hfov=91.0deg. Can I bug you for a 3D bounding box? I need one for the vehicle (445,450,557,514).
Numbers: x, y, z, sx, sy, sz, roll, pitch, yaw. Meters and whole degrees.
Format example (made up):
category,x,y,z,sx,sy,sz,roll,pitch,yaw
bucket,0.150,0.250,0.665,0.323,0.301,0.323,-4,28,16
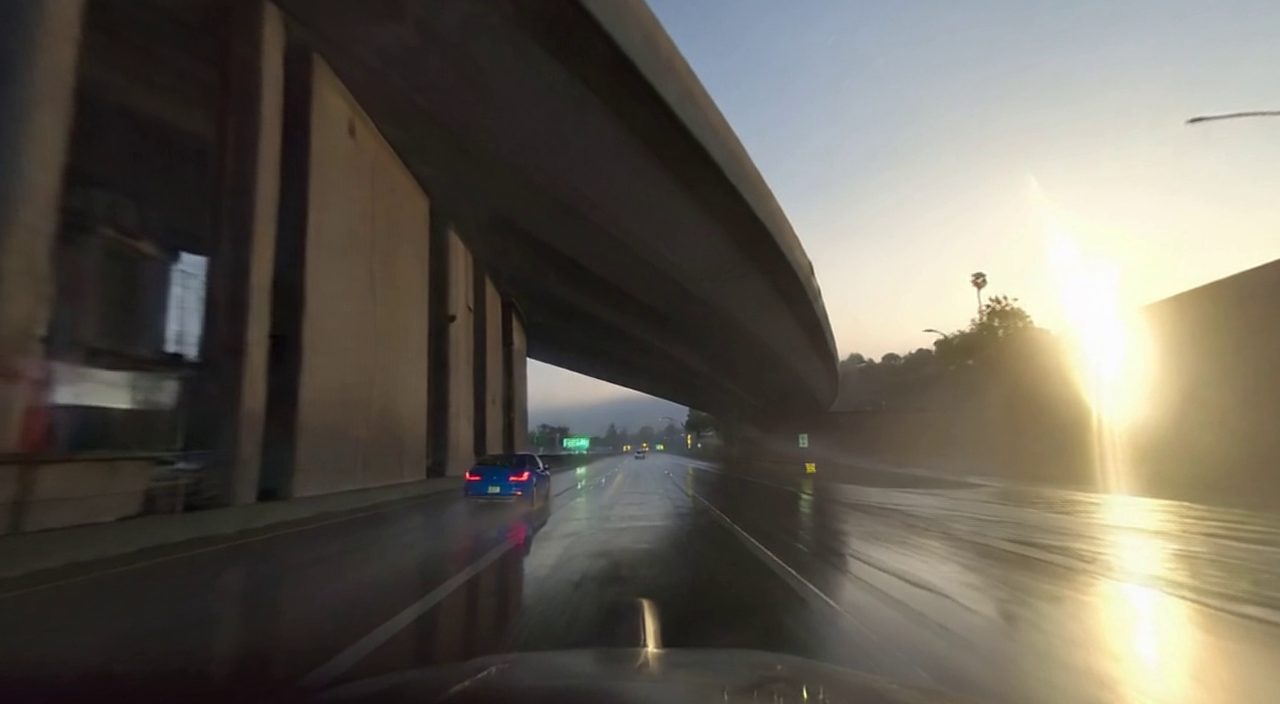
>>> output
category,x,y,z,sx,sy,sz,roll,pitch,yaw
vehicle,-3.562,3.401,17.017,2.044,1.478,4.114,0,-9,1
